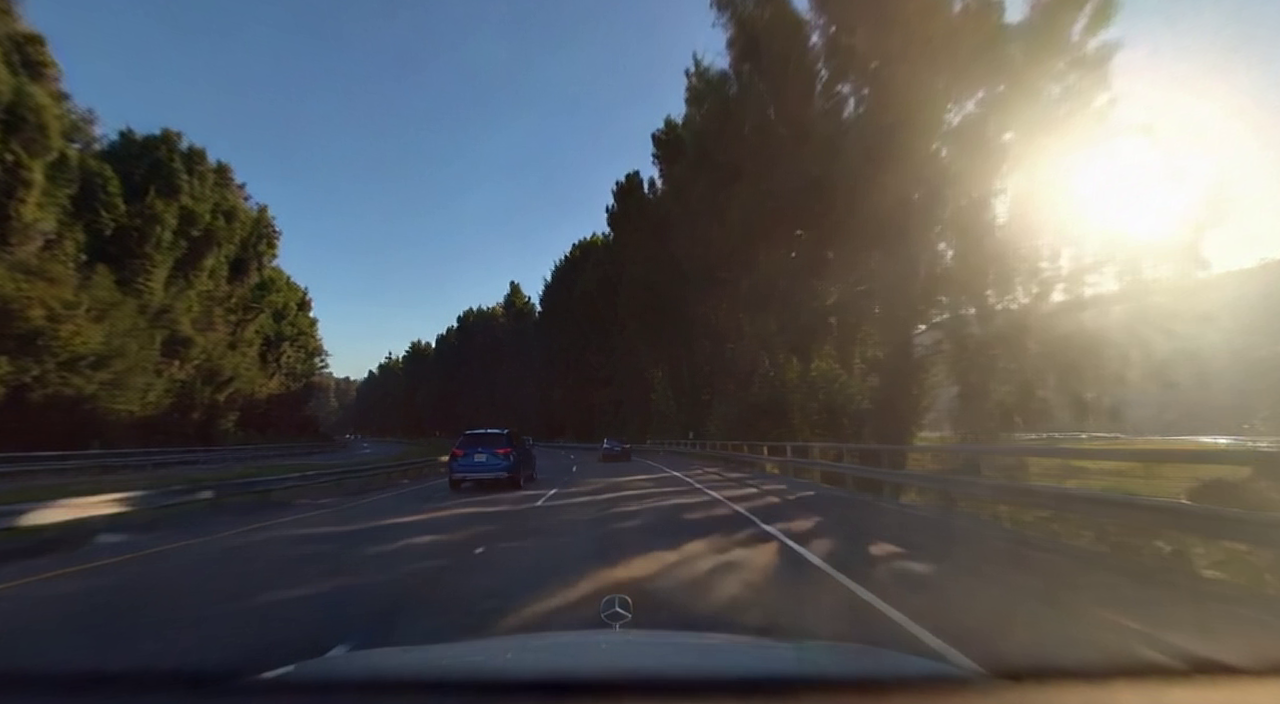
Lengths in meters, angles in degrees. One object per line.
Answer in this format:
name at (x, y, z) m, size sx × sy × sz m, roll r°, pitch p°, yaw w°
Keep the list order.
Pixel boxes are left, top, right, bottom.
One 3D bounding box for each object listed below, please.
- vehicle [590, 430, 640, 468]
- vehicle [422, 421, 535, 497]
vehicle at (-1.395, 5.074, 33.292) m, size 2.452 × 1.857 × 4.022 m, roll 1°, pitch -8°, yaw -5°
vehicle at (-4.338, 2.952, 17.821) m, size 2.053 × 1.847 × 4.760 m, roll 0°, pitch -8°, yaw -2°
